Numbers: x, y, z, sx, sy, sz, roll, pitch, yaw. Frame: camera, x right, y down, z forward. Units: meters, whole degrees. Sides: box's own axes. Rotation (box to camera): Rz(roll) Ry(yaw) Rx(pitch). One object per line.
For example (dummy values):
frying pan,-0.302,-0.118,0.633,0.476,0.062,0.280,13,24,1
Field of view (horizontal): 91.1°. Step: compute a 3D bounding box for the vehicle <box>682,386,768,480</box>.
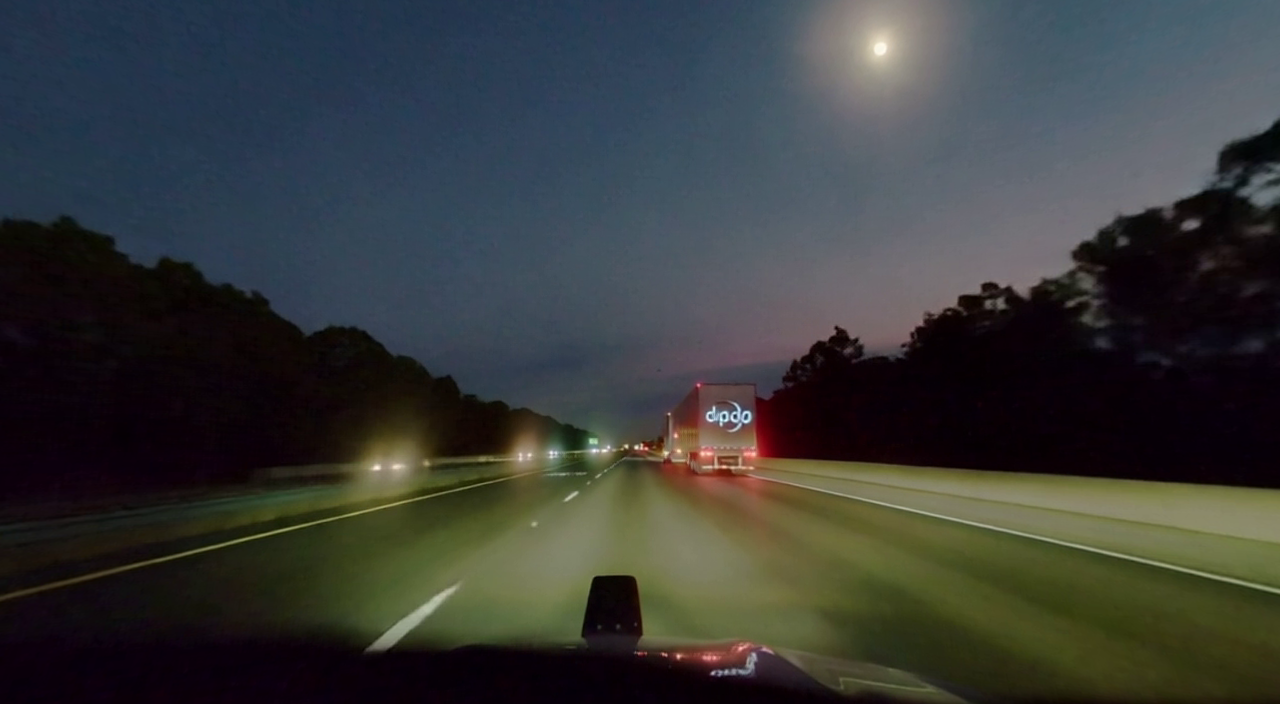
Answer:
vehicle,3.864,4.055,30.796,2.856,3.933,8.334,0,-9,-1
